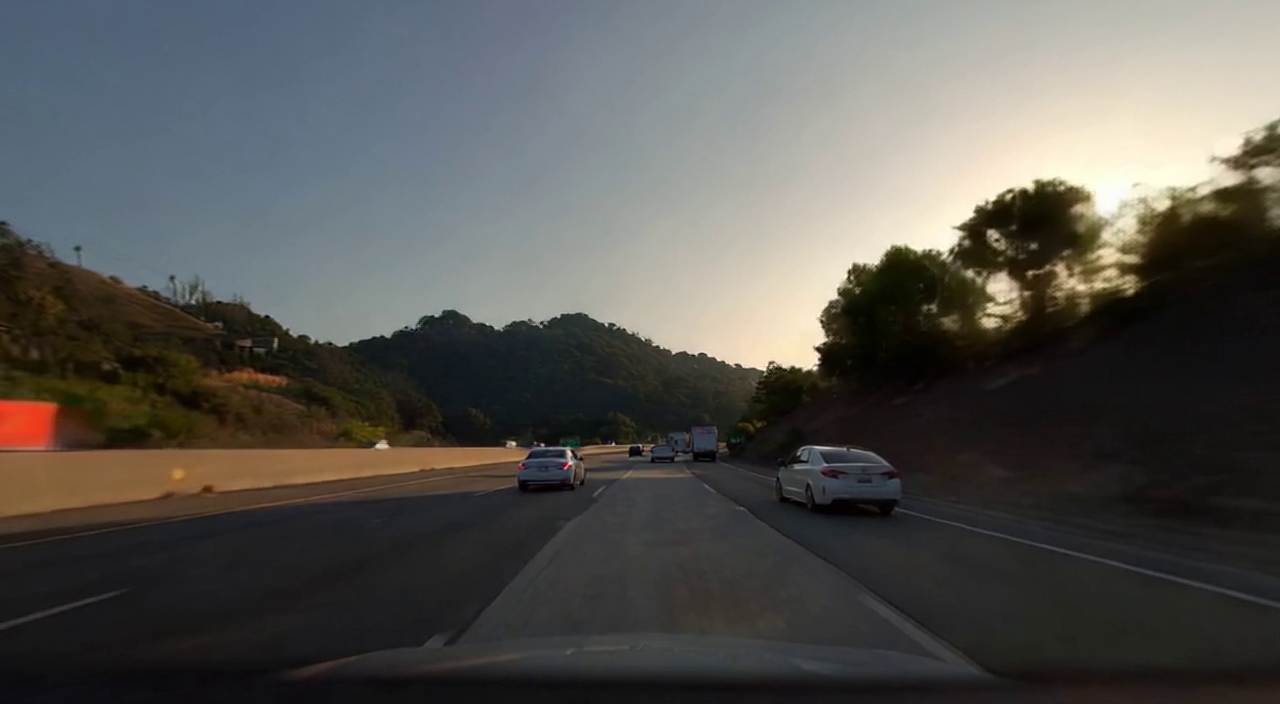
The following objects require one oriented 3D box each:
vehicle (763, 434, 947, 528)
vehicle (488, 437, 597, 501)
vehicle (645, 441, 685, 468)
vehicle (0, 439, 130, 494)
[{"bbox_3d":[3.863,2.383,12.276,2.013,1.464,4.317,1,-8,-1],"label":"vehicle"},{"bbox_3d":[-2.478,3.119,17.369,2.031,1.491,4.792,-1,-8,3],"label":"vehicle"},{"bbox_3d":[1.484,5.988,37.086,2.202,1.467,3.929,-1,-8,2],"label":"vehicle"},{"bbox_3d":[-19.707,3.667,20.624,2.238,1.585,4.473,0,-8,1],"label":"vehicle"}]
